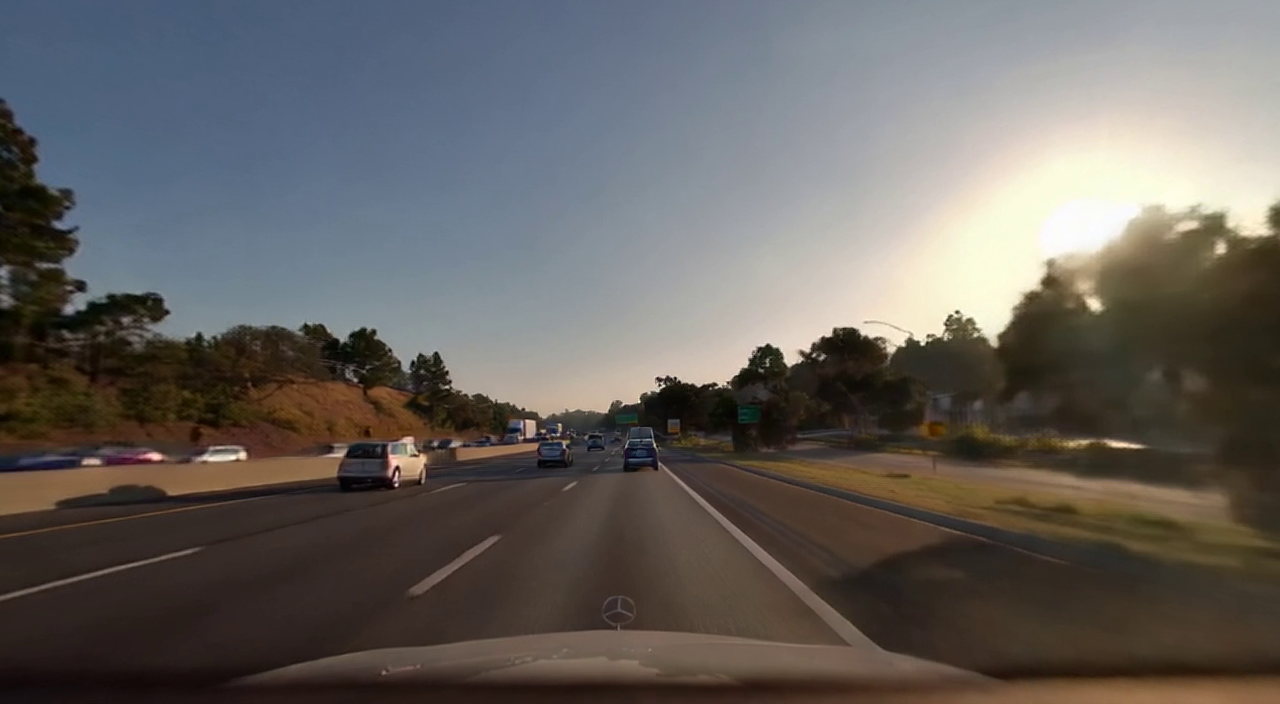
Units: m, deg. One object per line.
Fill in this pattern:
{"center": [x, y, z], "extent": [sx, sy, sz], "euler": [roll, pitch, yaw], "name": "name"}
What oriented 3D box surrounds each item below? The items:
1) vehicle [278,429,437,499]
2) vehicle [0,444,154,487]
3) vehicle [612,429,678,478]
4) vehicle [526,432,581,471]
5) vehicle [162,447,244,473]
{"center": [-7.507, 3.031, 17.472], "extent": [2.195, 1.652, 4.733], "euler": [0, -8, 0], "name": "vehicle"}
{"center": [-21.568, 4.325, 24.525], "extent": [1.889, 1.475, 4.455], "euler": [0, -8, 0], "name": "vehicle"}
{"center": [0.149, 4.003, 25.178], "extent": [2.378, 1.750, 4.355], "euler": [0, -8, -1], "name": "vehicle"}
{"center": [-4.113, 4.817, 30.780], "extent": [2.044, 1.717, 4.421], "euler": [0, -8, 0], "name": "vehicle"}
{"center": [-25.661, 6.359, 37.324], "extent": [1.752, 1.419, 4.340], "euler": [0, -8, 0], "name": "vehicle"}
